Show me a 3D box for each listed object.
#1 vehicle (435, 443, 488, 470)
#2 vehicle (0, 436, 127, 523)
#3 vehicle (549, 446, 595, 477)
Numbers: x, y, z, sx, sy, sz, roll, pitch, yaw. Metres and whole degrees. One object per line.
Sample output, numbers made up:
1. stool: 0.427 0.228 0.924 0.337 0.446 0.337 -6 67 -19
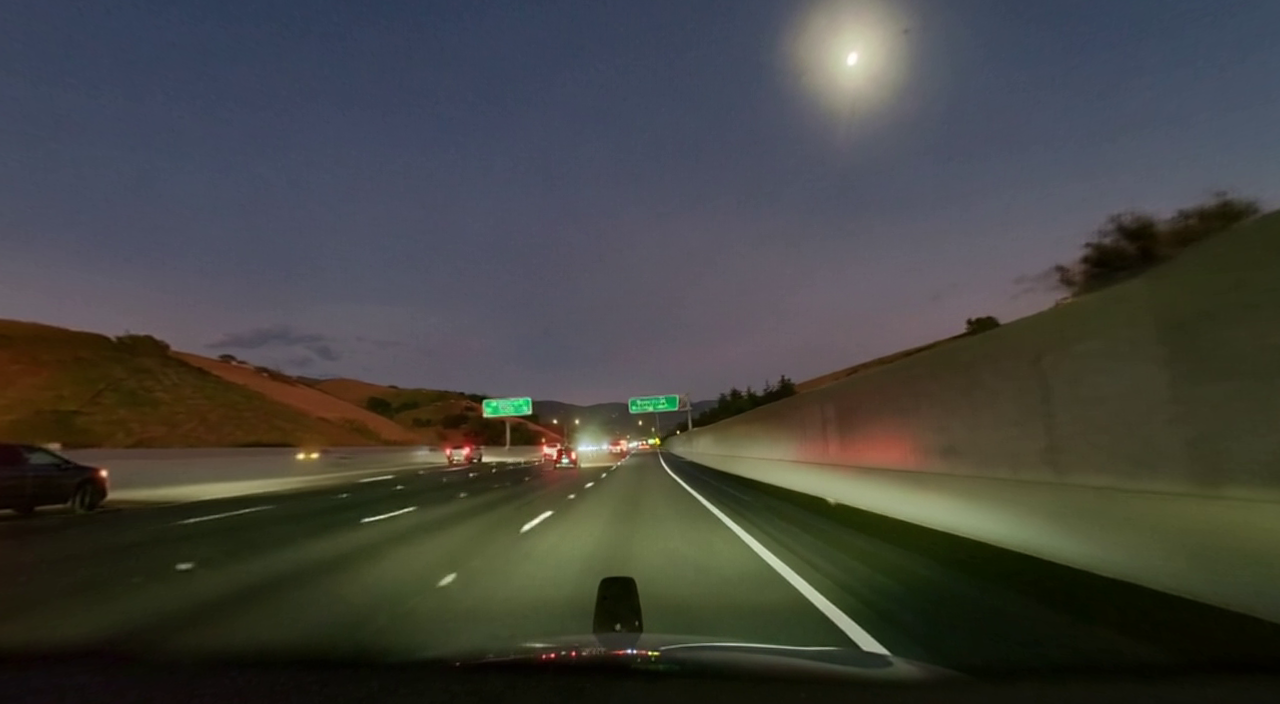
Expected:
1. vehicle: -12.053 7.067 42.935 2.076 1.766 4.831 0 -8 1
2. vehicle: -13.090 2.480 12.432 2.035 1.630 4.527 0 -8 2
3. vehicle: -3.514 5.738 33.365 1.931 1.492 4.076 0 -8 1
